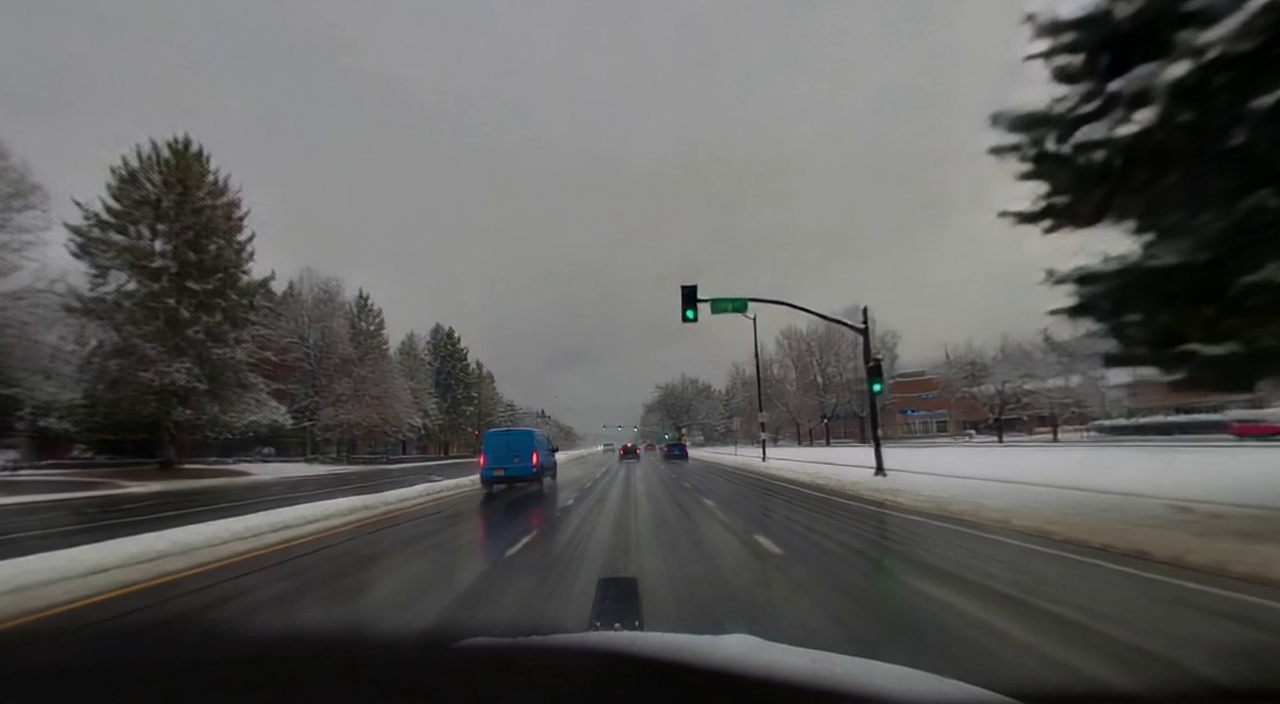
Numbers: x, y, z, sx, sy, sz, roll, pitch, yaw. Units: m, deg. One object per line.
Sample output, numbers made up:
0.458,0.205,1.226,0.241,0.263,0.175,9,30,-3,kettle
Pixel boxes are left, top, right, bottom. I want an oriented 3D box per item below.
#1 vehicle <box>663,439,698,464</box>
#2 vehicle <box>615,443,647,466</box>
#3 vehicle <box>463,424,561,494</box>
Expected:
2.949,7.393,47.149,2.181,1.781,4.257,0,-9,-2,vehicle
-0.647,6.977,43.037,2.039,1.455,3.826,0,-9,-2,vehicle
-3.771,3.265,19.580,2.075,1.863,4.744,0,-9,-1,vehicle
